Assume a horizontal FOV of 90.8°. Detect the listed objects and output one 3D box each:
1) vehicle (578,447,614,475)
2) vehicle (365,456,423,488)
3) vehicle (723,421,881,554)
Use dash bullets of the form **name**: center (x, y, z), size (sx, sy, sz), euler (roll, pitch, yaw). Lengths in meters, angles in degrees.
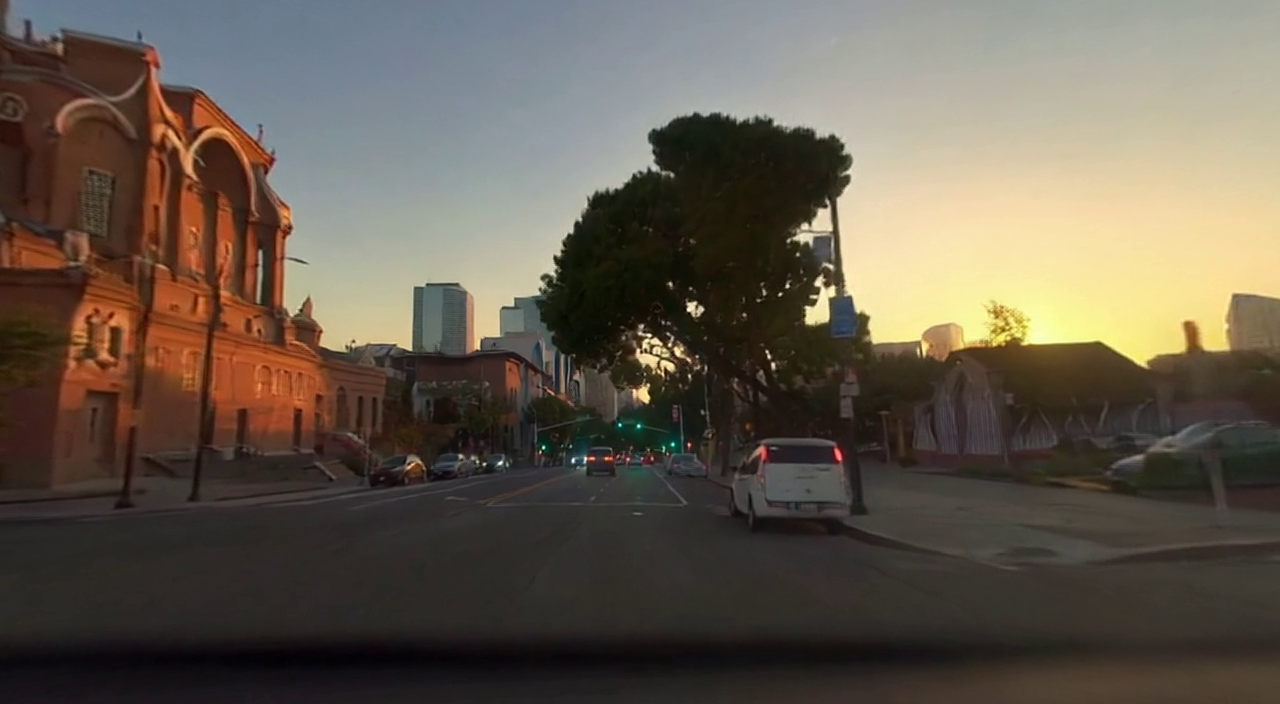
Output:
- **vehicle**: center (-3.257, 8.214, 47.725), size (2.293, 1.936, 4.737), euler (1, -9, 1)
- **vehicle**: center (-15.271, 7.446, 39.442), size (1.978, 1.819, 4.477), euler (0, -10, -2)
- **vehicle**: center (3.004, 2.620, 12.915), size (2.074, 2.041, 5.045), euler (3, -9, 2)
